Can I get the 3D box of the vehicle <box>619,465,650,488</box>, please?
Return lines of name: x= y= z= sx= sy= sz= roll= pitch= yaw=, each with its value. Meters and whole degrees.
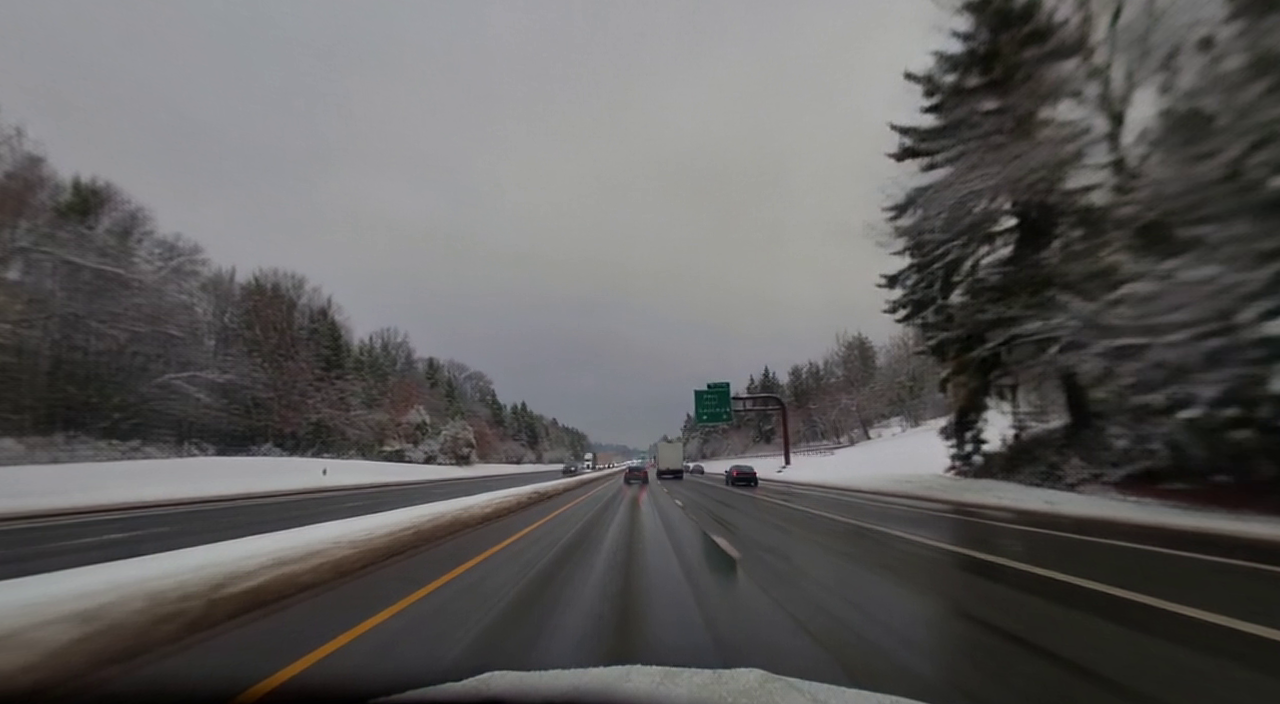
vehicle: x=-0.385 y=8.602 z=43.740 sx=2.025 sy=1.452 sz=3.927 roll=1 pitch=-10 yaw=-1

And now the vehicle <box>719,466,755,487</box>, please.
vehicle: x=7.391 y=9.495 z=48.254 sx=1.977 sy=1.494 sz=4.311 roll=1 pitch=-10 yaw=-2
